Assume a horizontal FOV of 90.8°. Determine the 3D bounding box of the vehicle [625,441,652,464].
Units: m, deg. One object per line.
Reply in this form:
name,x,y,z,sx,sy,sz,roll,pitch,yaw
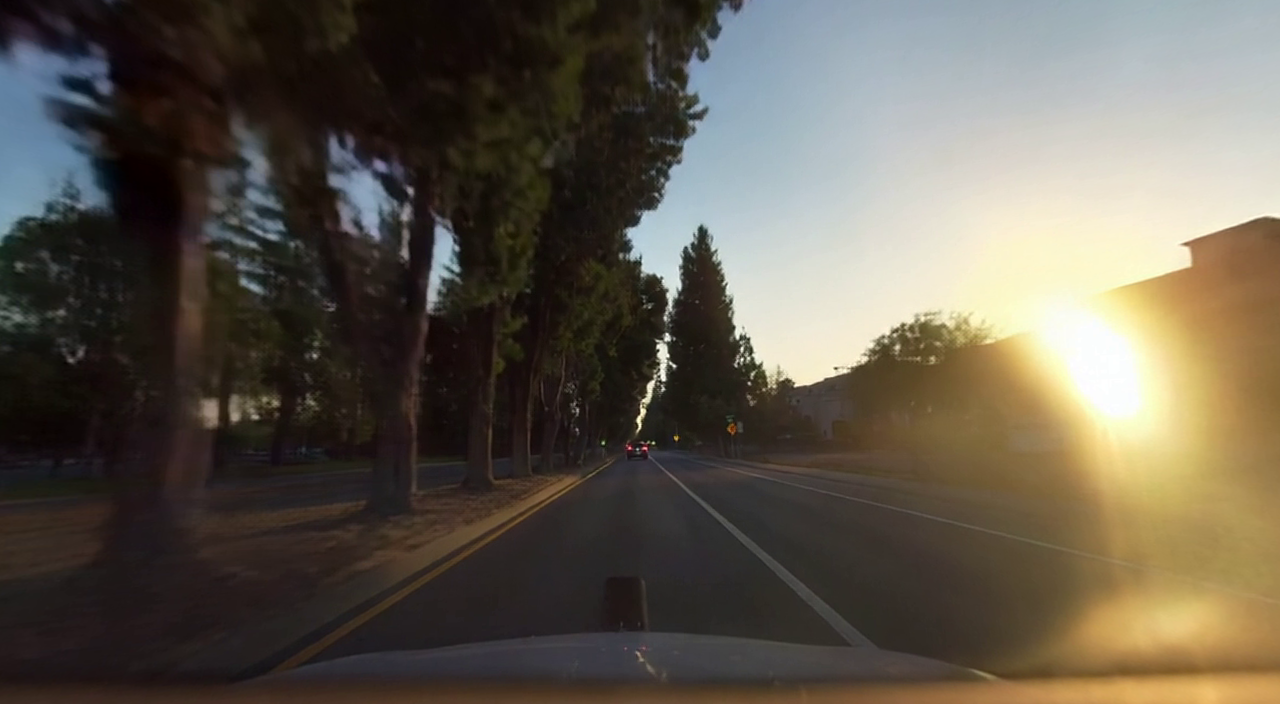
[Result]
vehicle,-0.122,7.735,48.702,2.016,1.665,3.932,0,-9,-1
